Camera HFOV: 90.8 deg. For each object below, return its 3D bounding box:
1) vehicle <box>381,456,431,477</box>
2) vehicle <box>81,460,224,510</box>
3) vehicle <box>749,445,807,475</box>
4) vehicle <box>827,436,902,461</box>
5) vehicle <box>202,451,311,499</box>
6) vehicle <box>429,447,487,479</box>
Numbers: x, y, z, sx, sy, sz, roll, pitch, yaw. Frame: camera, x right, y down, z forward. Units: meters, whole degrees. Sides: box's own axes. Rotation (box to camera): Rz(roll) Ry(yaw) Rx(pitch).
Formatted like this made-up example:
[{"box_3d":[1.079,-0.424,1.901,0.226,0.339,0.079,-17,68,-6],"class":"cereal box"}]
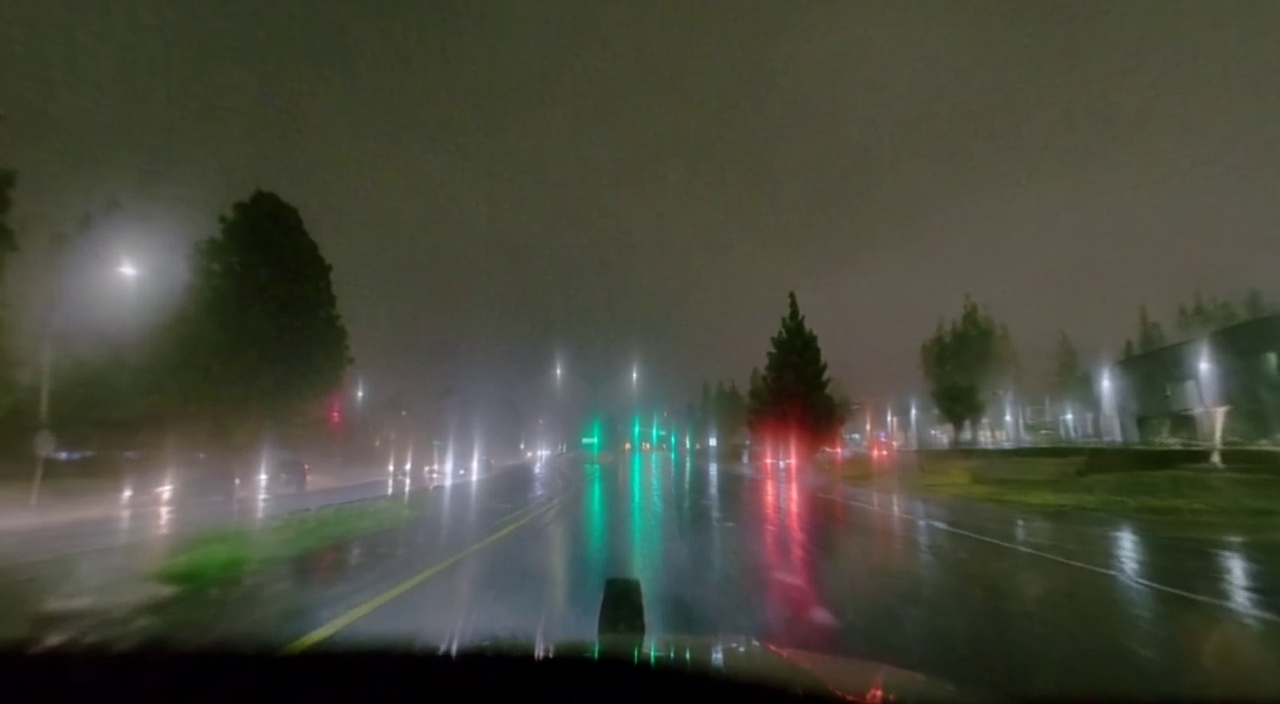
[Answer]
[{"box_3d":[-17.683,8.640,47.963,1.961,1.437,4.867,0,-9,0],"class":"vehicle"},{"box_3d":[-17.905,4.850,23.531,1.851,1.563,4.336,0,-9,-1],"class":"vehicle"},{"box_3d":[7.241,5.710,33.596,1.961,1.465,4.468,0,-9,-2],"class":"vehicle"},{"box_3d":[16.703,7.215,47.150,4.807,1.768,1.947,-1,-9,2],"class":"vehicle"},{"box_3d":[-17.860,5.696,29.775,1.926,1.684,5.378,-3,-7,-1],"class":"vehicle"},{"box_3d":[-9.682,5.917,33.938,1.972,1.626,3.940,0,-9,0],"class":"vehicle"}]
